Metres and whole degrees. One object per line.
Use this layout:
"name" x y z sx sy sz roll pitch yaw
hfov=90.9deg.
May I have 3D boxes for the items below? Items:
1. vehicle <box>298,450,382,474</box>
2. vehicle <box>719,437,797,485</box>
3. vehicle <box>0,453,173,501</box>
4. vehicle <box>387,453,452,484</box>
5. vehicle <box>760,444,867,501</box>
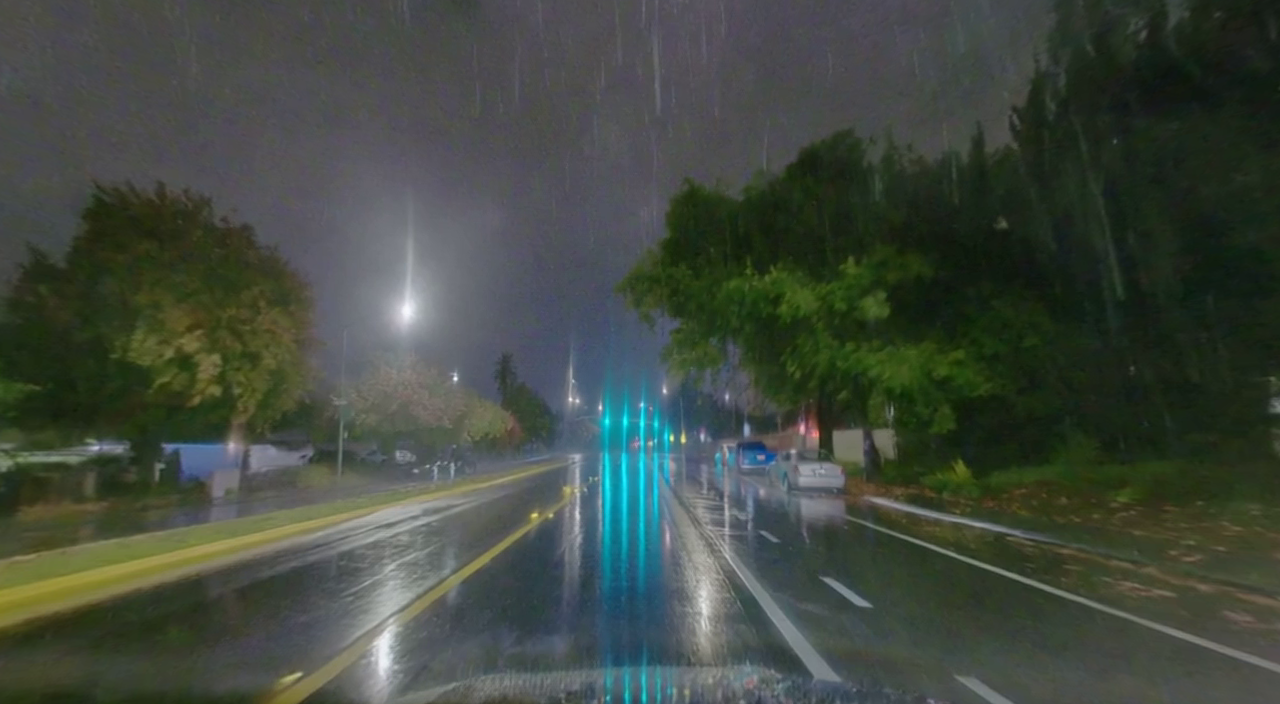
"vehicle" -20.839 7.641 43.919 4.715 1.560 2.131 0 -9 -1
"vehicle" 4.808 4.520 26.569 2.218 1.789 5.146 0 -8 -1
"vehicle" -20.029 4.409 22.507 4.722 1.549 2.412 0 -8 -1
"vehicle" -12.497 6.611 36.053 1.983 1.513 4.662 -1 -8 1
"vehicle" 4.919 3.457 18.594 1.928 1.431 4.570 0 -8 1
